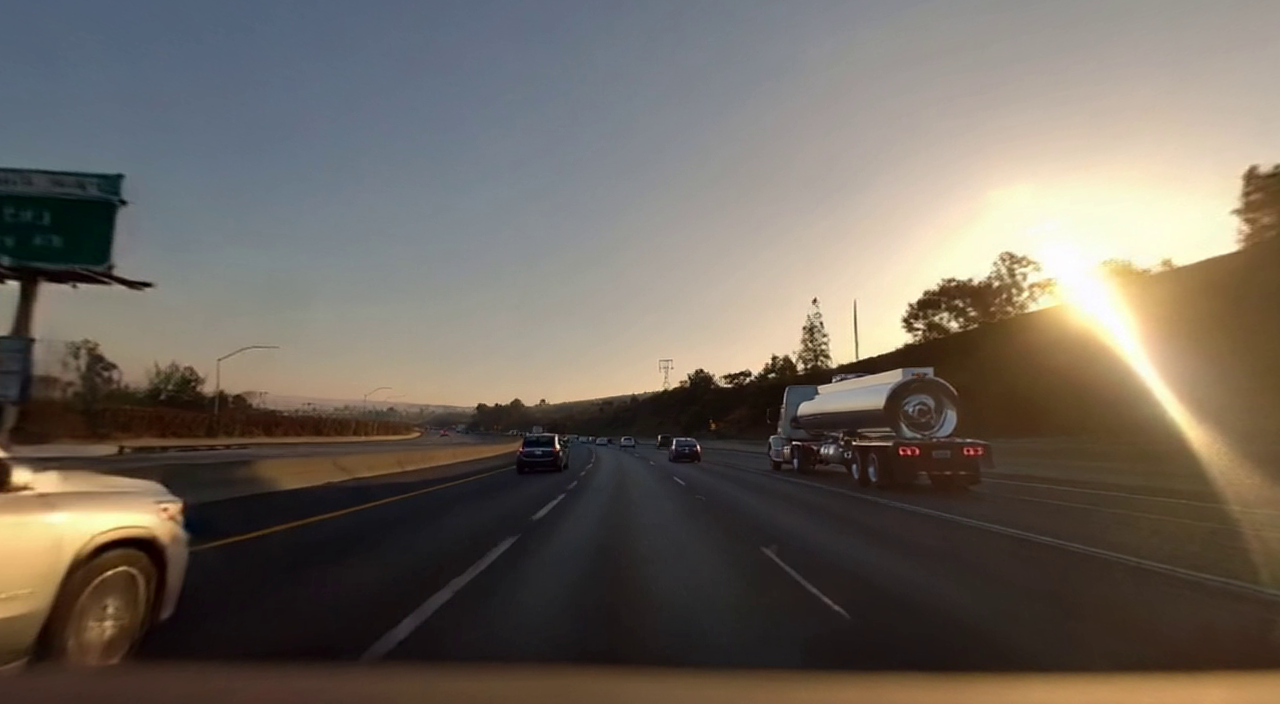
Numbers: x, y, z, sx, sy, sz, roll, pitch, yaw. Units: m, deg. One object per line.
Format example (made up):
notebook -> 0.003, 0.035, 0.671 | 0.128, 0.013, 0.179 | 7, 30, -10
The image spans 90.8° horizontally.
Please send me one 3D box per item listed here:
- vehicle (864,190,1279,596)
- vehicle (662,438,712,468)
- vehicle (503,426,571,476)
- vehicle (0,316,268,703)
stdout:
vehicle -> 7.410, 1.054, 10.477 | 3.554, 3.573, 10.307 | 0, -8, 0
vehicle -> 2.465, 5.416, 34.131 | 2.053, 1.510, 4.400 | 0, -8, -4
vehicle -> -4.115, 4.053, 26.025 | 2.149, 1.843, 4.348 | 0, -8, -1
vehicle -> -4.371, 0.633, 2.087 | 2.684, 1.839, 5.803 | 0, -8, 1
